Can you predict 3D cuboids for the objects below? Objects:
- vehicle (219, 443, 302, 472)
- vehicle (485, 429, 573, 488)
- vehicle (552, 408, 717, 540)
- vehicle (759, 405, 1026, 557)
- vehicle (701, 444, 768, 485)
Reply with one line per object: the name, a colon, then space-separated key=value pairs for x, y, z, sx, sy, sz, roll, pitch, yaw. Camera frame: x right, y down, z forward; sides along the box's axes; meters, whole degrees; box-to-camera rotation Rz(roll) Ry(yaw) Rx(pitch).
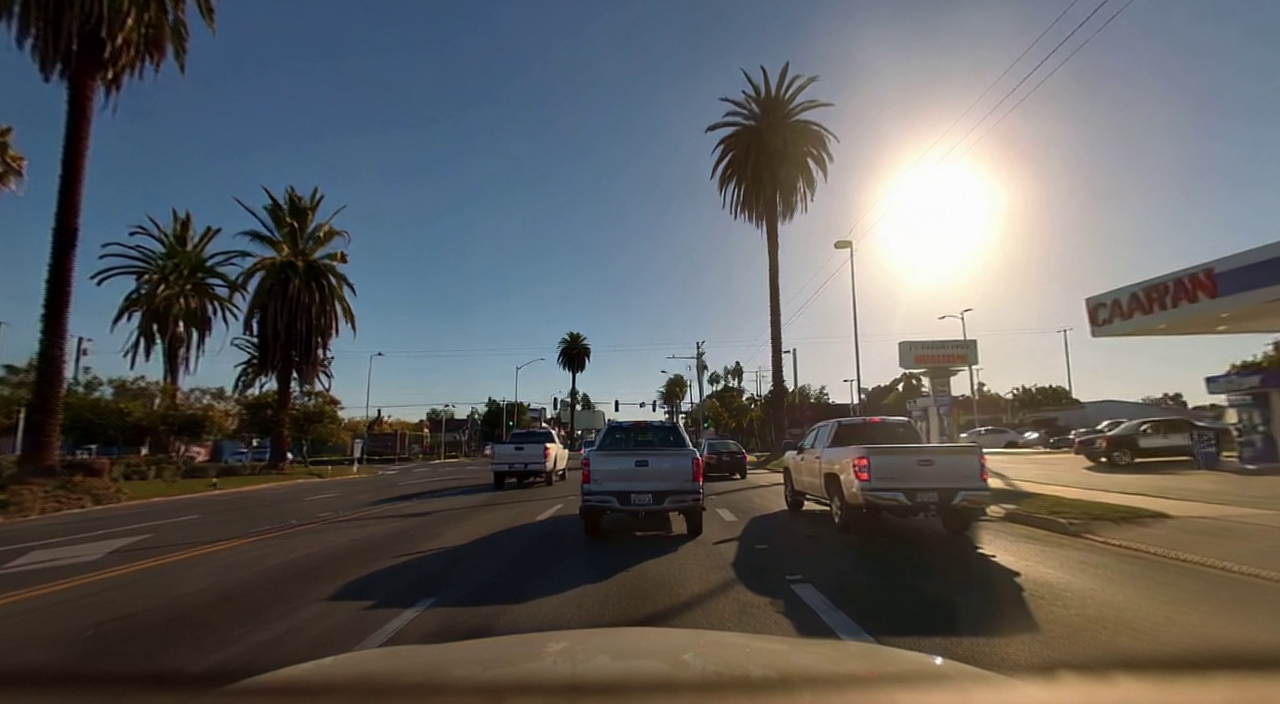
vehicle: x=-29.052 y=8.086 z=48.456 sx=2.543 sy=2.092 sz=6.613 roll=0 pitch=-8 yaw=-3
vehicle: x=-3.655 y=3.612 z=21.636 sx=2.071 sy=1.811 sz=4.605 roll=0 pitch=-8 yaw=2
vehicle: x=-0.015 y=2.110 z=11.572 sx=2.295 sy=1.835 sz=5.471 roll=0 pitch=-8 yaw=1
vehicle: x=3.604 y=1.978 z=10.465 sx=2.120 sy=1.828 sz=5.531 roll=0 pitch=-8 yaw=0
vehicle: x=3.448 y=4.167 z=23.545 sx=1.901 sy=1.401 sz=3.965 roll=0 pitch=-8 yaw=0
